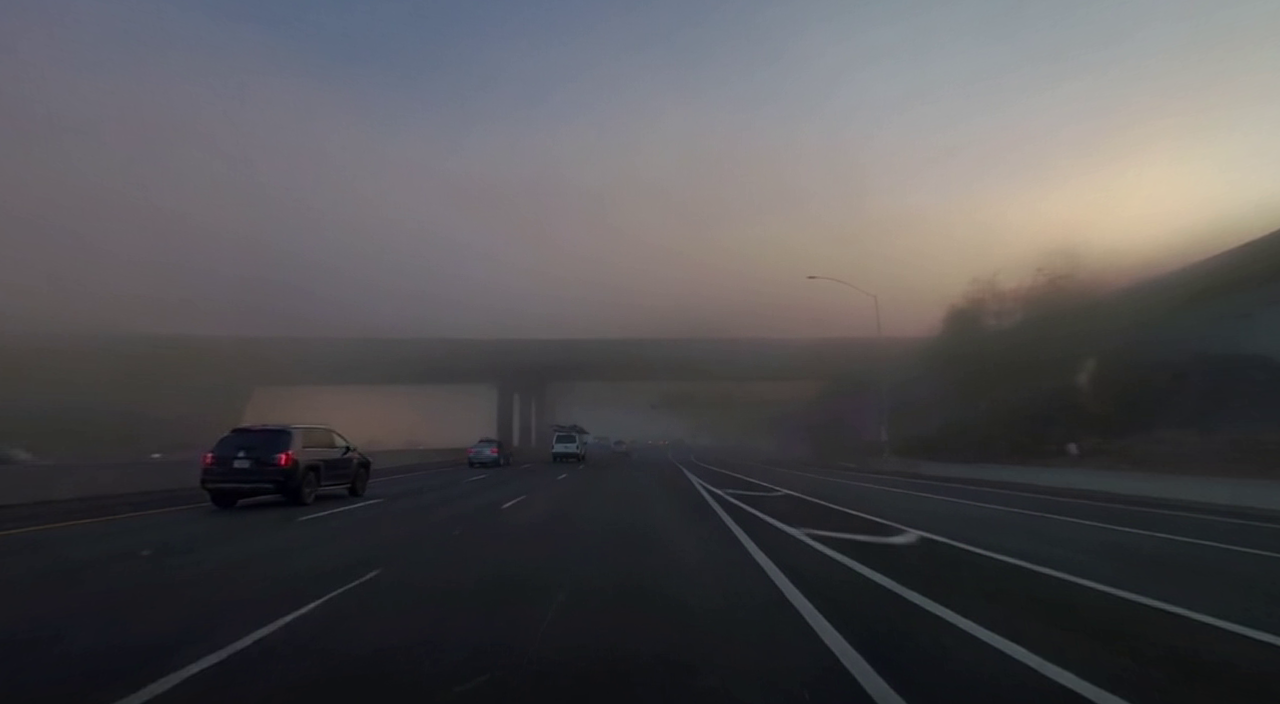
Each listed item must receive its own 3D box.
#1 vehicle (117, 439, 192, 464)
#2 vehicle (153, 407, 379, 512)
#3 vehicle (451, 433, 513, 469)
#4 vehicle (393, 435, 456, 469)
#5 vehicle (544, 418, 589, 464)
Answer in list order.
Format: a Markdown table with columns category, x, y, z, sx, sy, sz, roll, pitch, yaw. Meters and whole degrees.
| category | x | y | z | sx | sy | sz | roll | pitch | yaw |
| --- | --- | --- | --- | --- | --- | --- | --- | --- | --- |
| vehicle | -37.832 | 7.772 | 49.062 | 2.125 | 1.820 | 4.546 | 0 | -8 | 0 |
| vehicle | -7.917 | 2.335 | 14.033 | 2.179 | 1.948 | 4.618 | 0 | -8 | 0 |
| vehicle | -8.276 | 5.249 | 33.422 | 2.109 | 1.784 | 4.709 | 0 | -8 | -1 |
| vehicle | -11.583 | 5.391 | 34.037 | 1.900 | 1.726 | 4.236 | 0 | -8 | -1 |
| vehicle | -4.800 | 5.986 | 42.082 | 2.301 | 2.843 | 6.458 | 0 | -8 | -1 |
